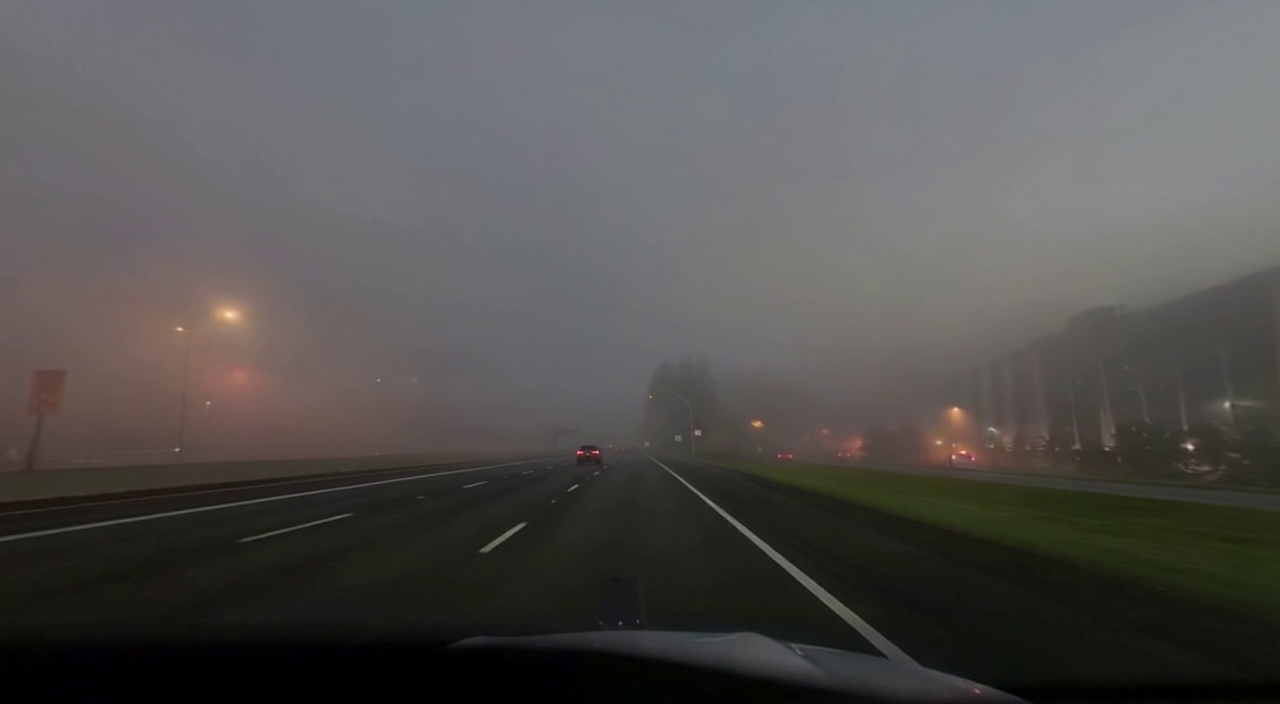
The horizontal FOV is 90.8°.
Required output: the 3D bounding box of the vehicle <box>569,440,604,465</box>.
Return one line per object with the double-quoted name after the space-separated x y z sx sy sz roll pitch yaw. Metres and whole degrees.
-3.823 7.335 46.248 2.150 1.761 4.697 0 -8 0 "vehicle"
